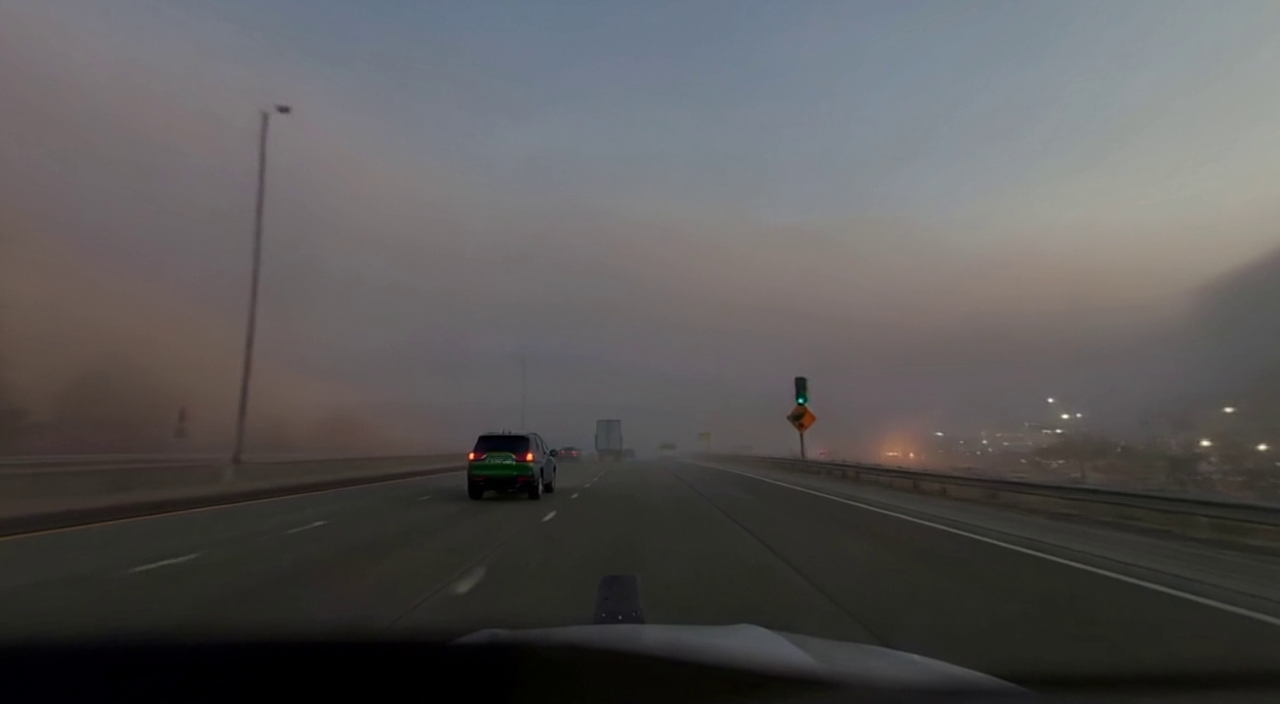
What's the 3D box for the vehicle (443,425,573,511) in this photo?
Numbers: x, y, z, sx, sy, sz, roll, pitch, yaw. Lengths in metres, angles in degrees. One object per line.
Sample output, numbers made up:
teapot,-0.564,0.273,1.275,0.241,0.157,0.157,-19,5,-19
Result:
vehicle,-2.960,2.731,15.247,2.111,1.742,4.315,0,-9,1
